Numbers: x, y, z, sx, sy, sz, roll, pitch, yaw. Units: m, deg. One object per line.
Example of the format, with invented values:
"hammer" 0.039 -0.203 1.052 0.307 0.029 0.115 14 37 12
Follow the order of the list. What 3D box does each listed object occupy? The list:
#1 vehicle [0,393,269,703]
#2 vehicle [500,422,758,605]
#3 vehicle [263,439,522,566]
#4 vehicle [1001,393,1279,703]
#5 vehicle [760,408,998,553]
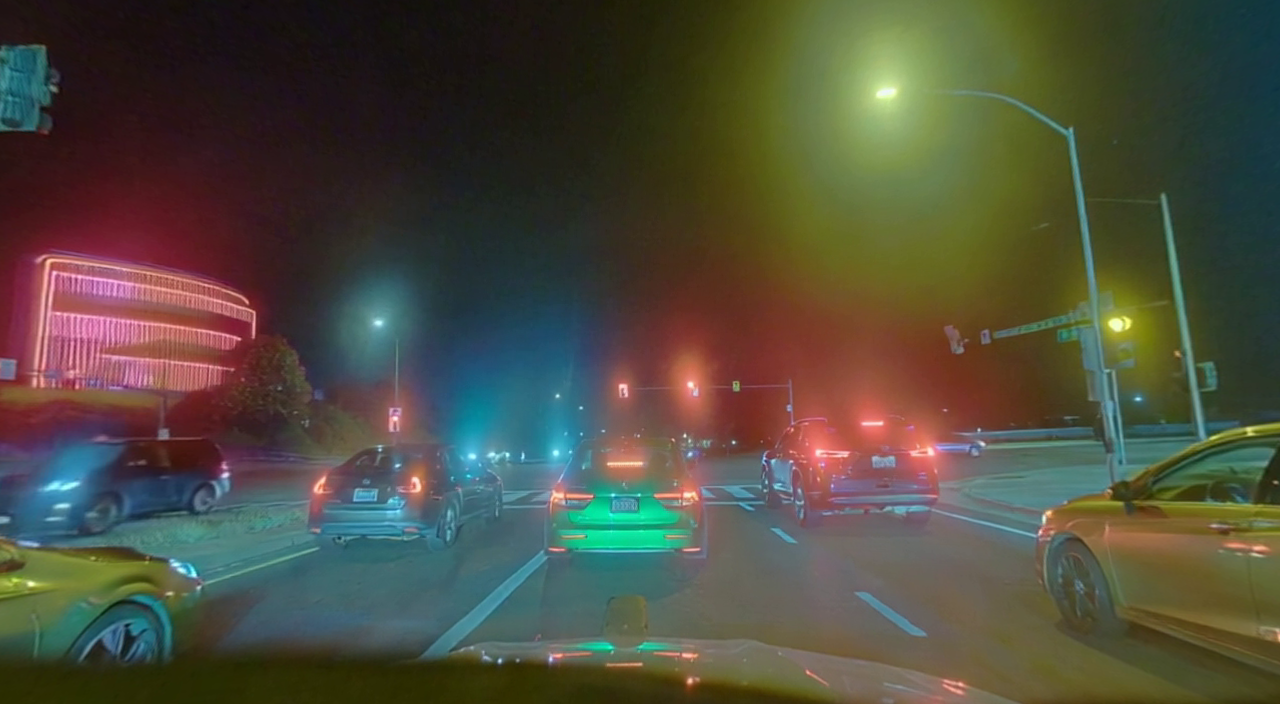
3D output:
"vehicle" -3.476 0.858 1.846 2.016 1.547 4.414 0 -8 1
"vehicle" -0.125 1.650 7.368 2.140 1.499 4.119 0 -8 -1
"vehicle" -3.296 2.074 9.546 1.995 1.436 4.373 -1 -8 2
"vehicle" 3.941 0.975 3.104 1.800 1.519 4.198 0 -8 0
"vehicle" 3.316 1.871 9.826 1.992 1.744 4.183 0 -8 -1
